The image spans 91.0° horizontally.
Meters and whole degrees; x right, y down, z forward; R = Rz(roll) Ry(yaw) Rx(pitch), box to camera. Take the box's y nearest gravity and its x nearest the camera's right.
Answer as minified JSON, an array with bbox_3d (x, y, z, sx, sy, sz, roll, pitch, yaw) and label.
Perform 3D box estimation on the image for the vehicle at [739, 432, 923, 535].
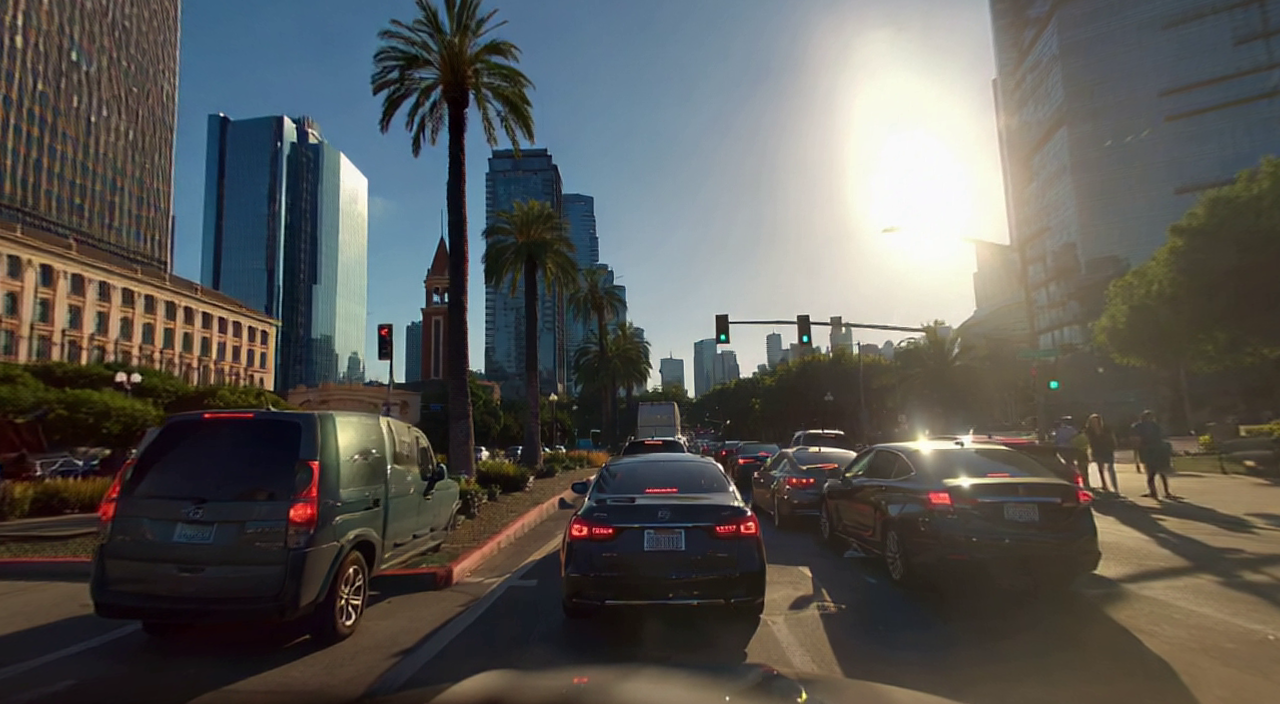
[{"bbox_3d":[3.122,2.245,11.367,1.913,1.469,4.425,0,-9,0],"label":"vehicle"}]

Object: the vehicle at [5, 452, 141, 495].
[{"bbox_3d":[-26.699,5.711,29.925,2.105,1.793,4.812,0,-9,-3],"label":"vehicle"}]

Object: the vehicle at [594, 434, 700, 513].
[{"bbox_3d":[0.164,2.616,14.010,2.048,1.503,3.681,0,-9,1],"label":"vehicle"}]

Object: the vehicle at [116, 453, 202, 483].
[{"bbox_3d":[-30.448,7.340,40.035,1.946,1.696,4.595,0,-9,-2],"label":"vehicle"}]

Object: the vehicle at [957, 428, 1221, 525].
[{"bbox_3d":[8.174,2.280,12.095,1.859,1.508,4.259,0,-9,-1],"label":"vehicle"}]
